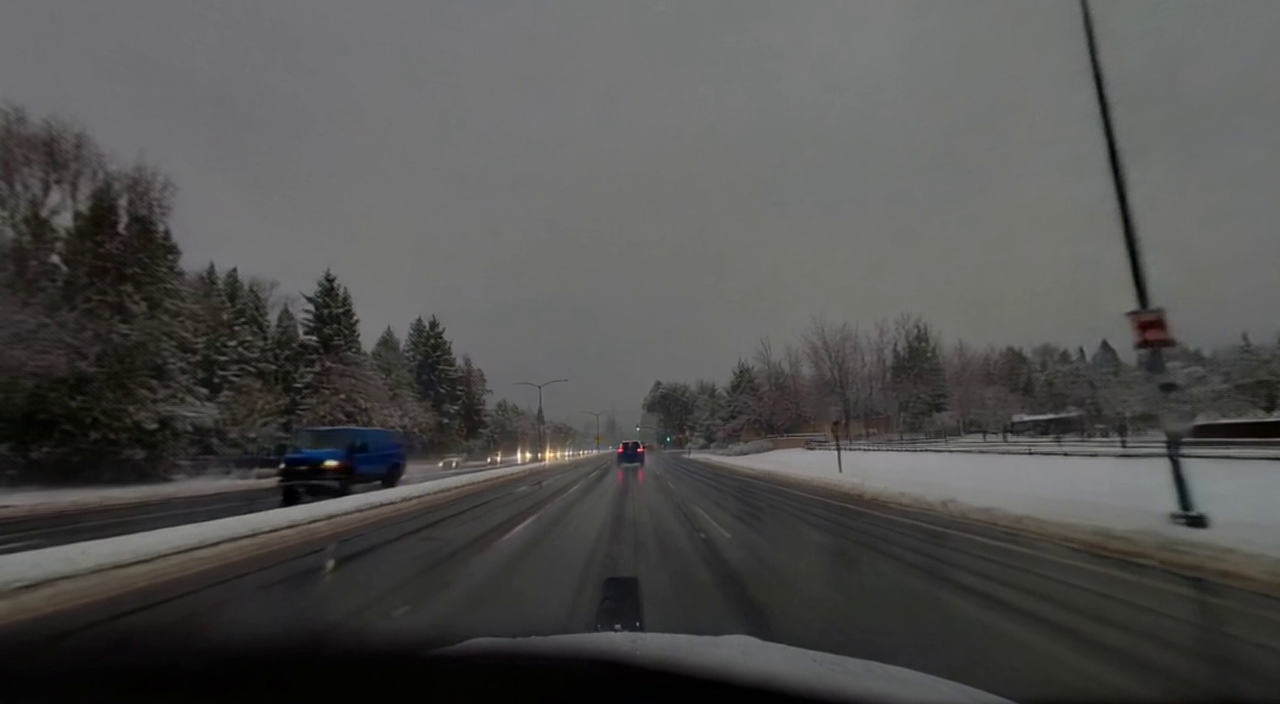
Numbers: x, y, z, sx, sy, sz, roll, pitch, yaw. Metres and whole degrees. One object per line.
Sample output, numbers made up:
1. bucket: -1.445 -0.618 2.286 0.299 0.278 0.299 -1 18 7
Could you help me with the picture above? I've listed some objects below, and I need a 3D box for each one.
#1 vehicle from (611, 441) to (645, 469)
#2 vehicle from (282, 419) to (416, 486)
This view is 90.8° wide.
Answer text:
1. vehicle: -0.796 6.871 42.290 2.174 1.703 4.231 0 -9 0
2. vehicle: -14.948 5.283 33.459 2.941 3.068 8.587 0 -9 1
